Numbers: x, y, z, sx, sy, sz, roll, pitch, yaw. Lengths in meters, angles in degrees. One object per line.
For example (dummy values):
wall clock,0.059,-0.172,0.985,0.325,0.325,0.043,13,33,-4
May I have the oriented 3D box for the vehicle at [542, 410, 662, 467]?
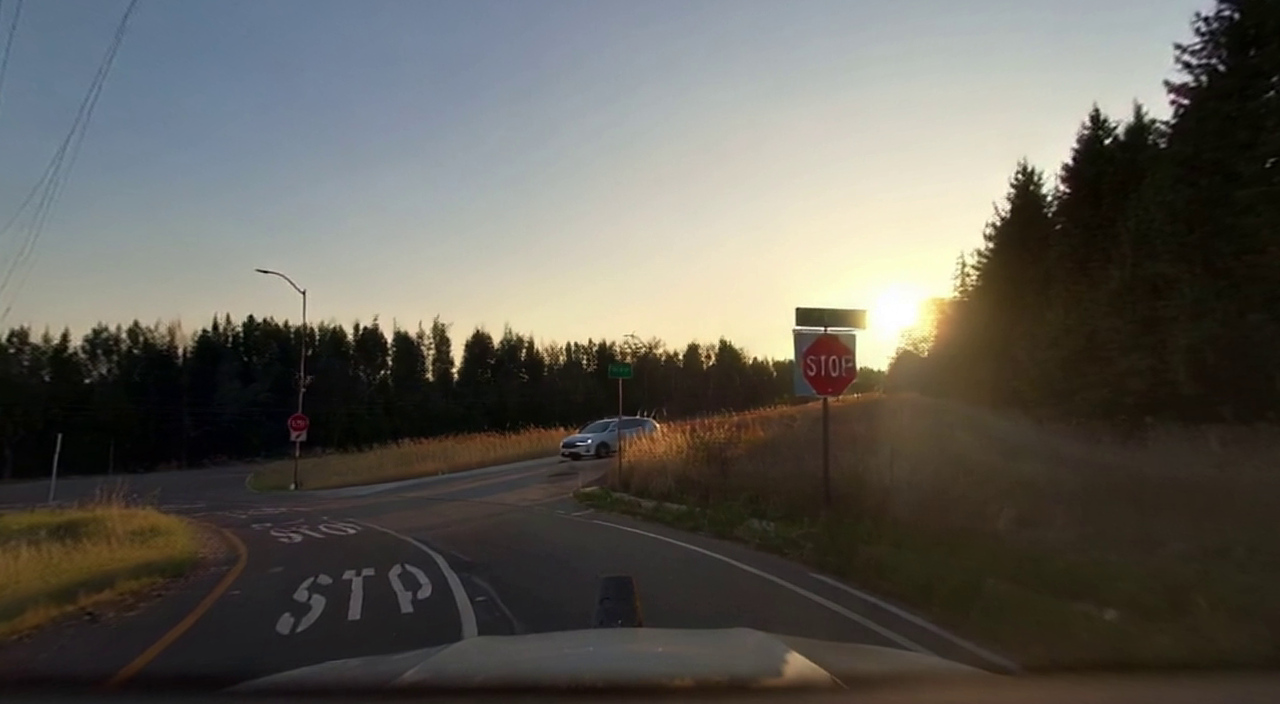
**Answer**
vehicle,-1.425,3.369,24.794,1.914,1.574,4.403,-11,-6,44
